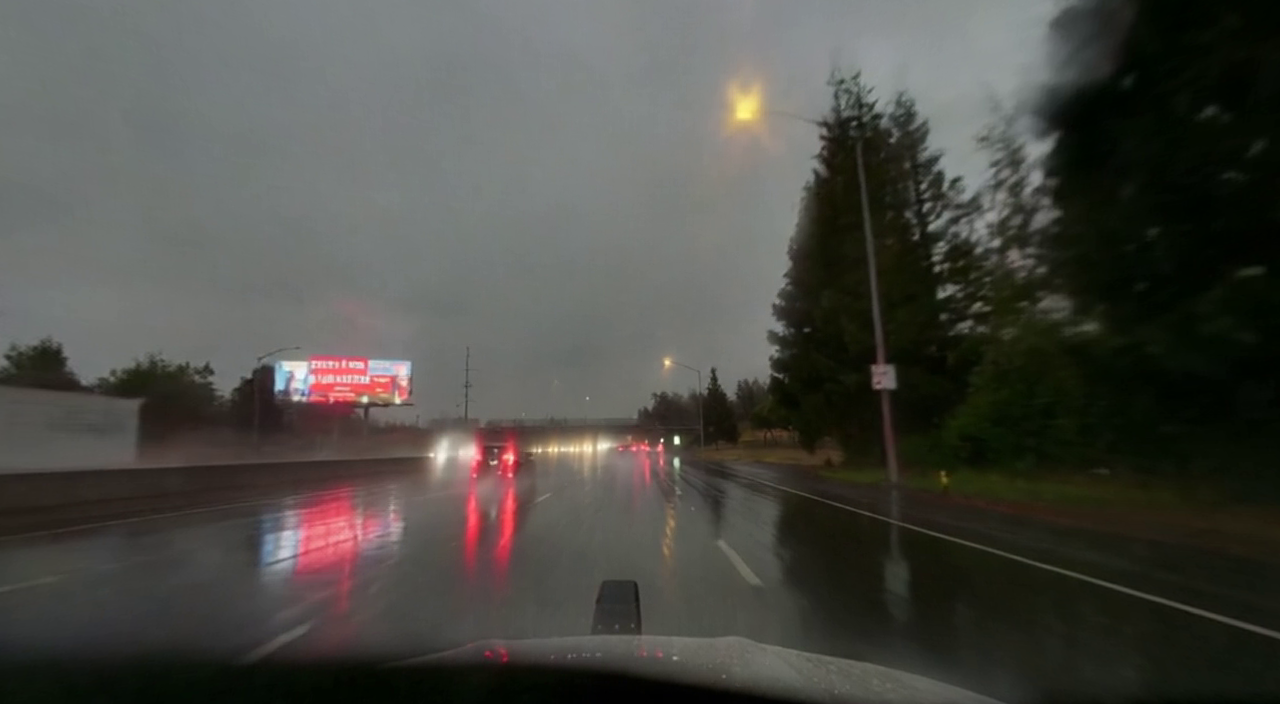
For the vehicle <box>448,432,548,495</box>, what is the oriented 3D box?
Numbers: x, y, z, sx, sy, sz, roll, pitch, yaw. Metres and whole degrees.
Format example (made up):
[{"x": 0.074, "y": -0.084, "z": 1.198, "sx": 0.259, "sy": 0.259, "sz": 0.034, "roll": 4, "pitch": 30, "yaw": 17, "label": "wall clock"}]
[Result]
[{"x": -4.336, "y": 3.483, "z": 20.131, "sx": 2.102, "sy": 1.727, "sz": 4.704, "roll": 0, "pitch": -9, "yaw": 0, "label": "vehicle"}]

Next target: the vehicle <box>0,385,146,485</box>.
[{"x": -26.135, "y": 3.057, "z": 23.359, "sx": 2.850, "sy": 3.808, "sz": 16.213, "roll": 0, "pitch": -9, "yaw": 0, "label": "vehicle"}]
